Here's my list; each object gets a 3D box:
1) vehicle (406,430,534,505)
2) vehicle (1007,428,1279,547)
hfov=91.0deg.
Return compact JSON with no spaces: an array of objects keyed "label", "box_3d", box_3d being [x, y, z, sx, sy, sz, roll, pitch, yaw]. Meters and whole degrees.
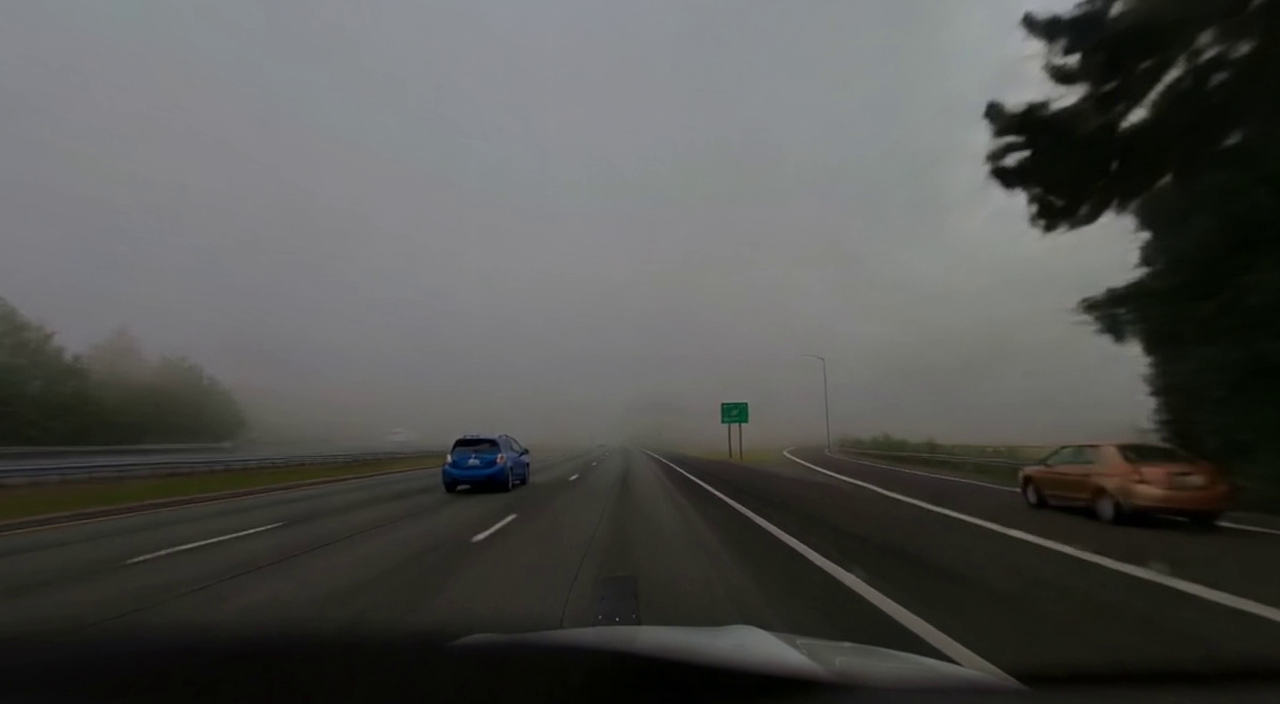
[{"label":"vehicle","box_3d":[-3.932,2.724,15.350,2.008,1.567,3.959,0,-8,0]},{"label":"vehicle","box_3d":[8.722,2.182,11.018,2.084,1.614,4.762,-1,-8,5]}]
